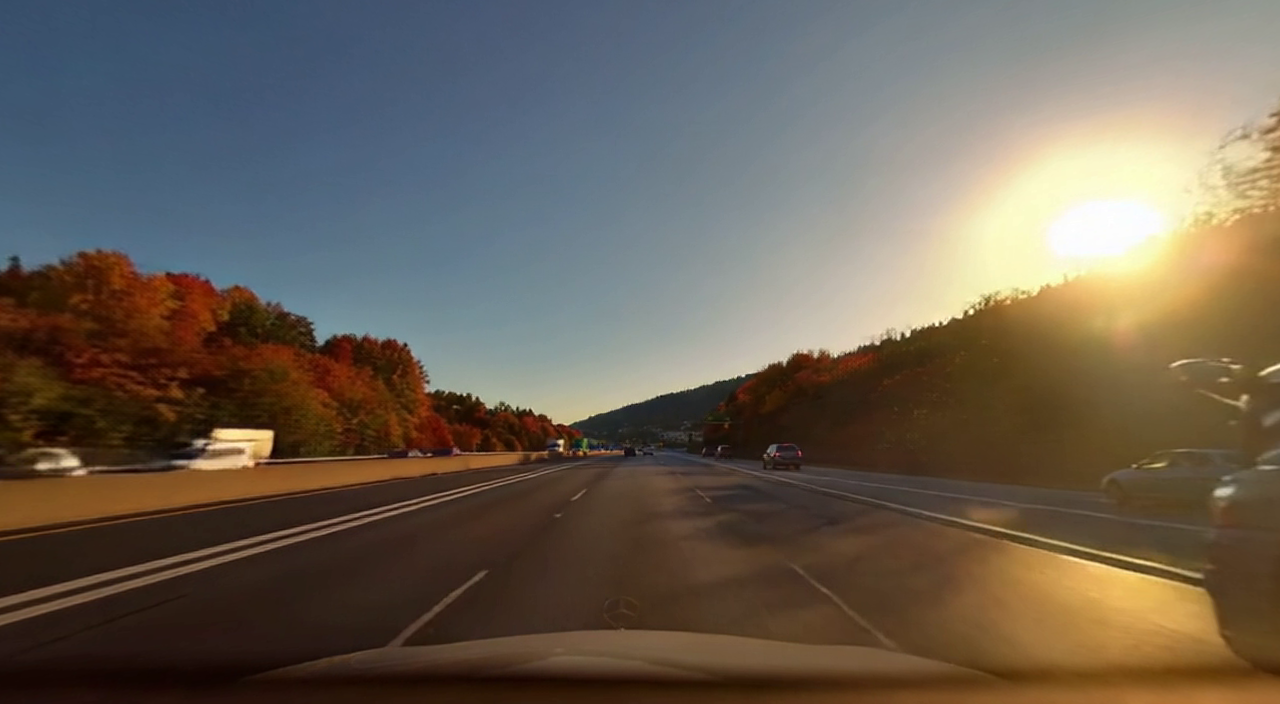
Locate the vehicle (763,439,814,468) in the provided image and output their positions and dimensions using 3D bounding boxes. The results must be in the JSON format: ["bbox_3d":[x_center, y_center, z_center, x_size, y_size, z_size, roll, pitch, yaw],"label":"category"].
[{"bbox_3d":[9.658,6.663,41.170,2.034,1.770,4.637,0,-9,-2],"label":"vehicle"}]

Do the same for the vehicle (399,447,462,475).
[{"bbox_3d":[-11.850,6.181,35.755,2.037,1.490,4.375,0,-9,1],"label":"vehicle"}]

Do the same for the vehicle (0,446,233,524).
[{"bbox_3d":[-11.790,2.934,14.426,1.874,1.489,4.402,0,-9,0],"label":"vehicle"}]
